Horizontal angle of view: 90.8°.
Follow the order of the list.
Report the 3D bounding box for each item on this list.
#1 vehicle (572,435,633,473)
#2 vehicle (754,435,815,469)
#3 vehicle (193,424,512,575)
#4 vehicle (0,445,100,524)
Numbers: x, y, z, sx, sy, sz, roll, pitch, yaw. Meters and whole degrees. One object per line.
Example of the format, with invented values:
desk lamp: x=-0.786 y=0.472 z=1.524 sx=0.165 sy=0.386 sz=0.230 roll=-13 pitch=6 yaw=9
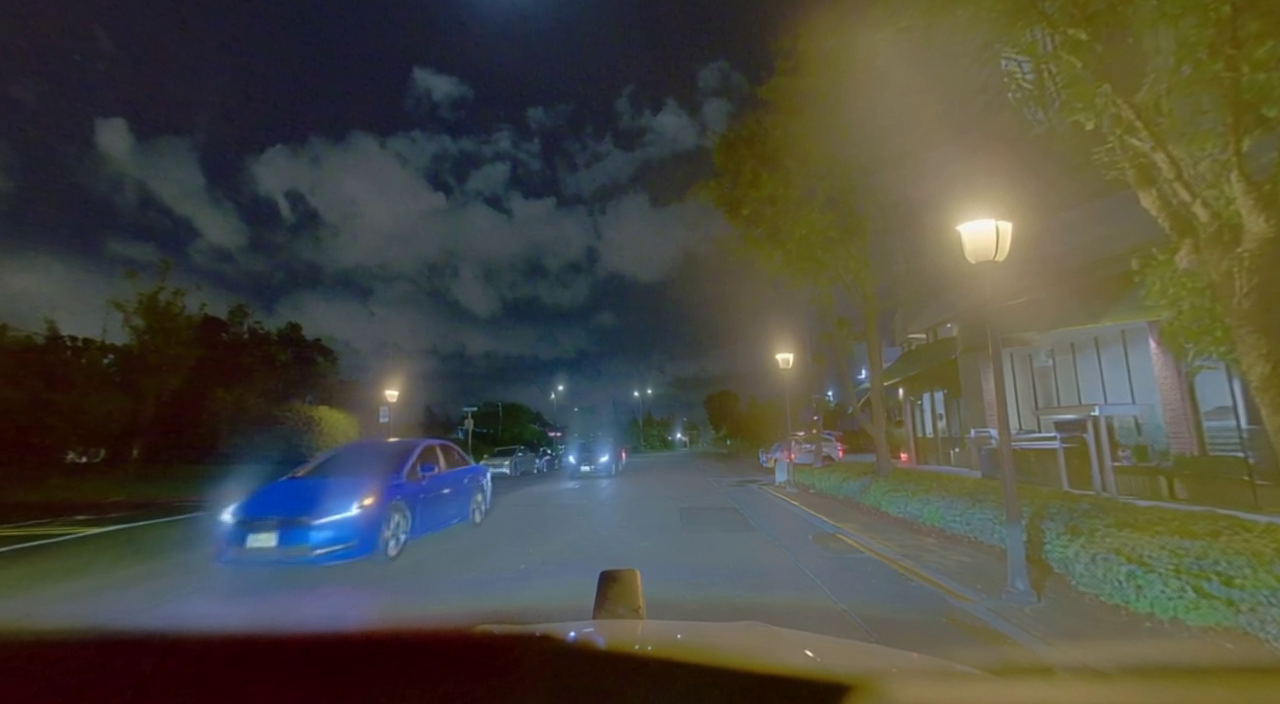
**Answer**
vehicle: x=-1.713 y=4.878 z=30.277 sx=2.110 sy=1.651 sz=4.410 roll=-1 pitch=-9 yaw=7
vehicle: x=6.683 y=4.686 z=29.722 sx=1.918 sy=1.461 sz=4.419 roll=0 pitch=-8 yaw=1
vehicle: x=-3.417 y=1.852 z=8.791 sx=2.056 sy=1.508 sz=4.596 roll=-1 pitch=-9 yaw=4
vehicle: x=-15.164 y=2.925 z=14.235 sx=4.106 sy=1.620 sz=2.065 roll=0 pitch=-9 yaw=2
